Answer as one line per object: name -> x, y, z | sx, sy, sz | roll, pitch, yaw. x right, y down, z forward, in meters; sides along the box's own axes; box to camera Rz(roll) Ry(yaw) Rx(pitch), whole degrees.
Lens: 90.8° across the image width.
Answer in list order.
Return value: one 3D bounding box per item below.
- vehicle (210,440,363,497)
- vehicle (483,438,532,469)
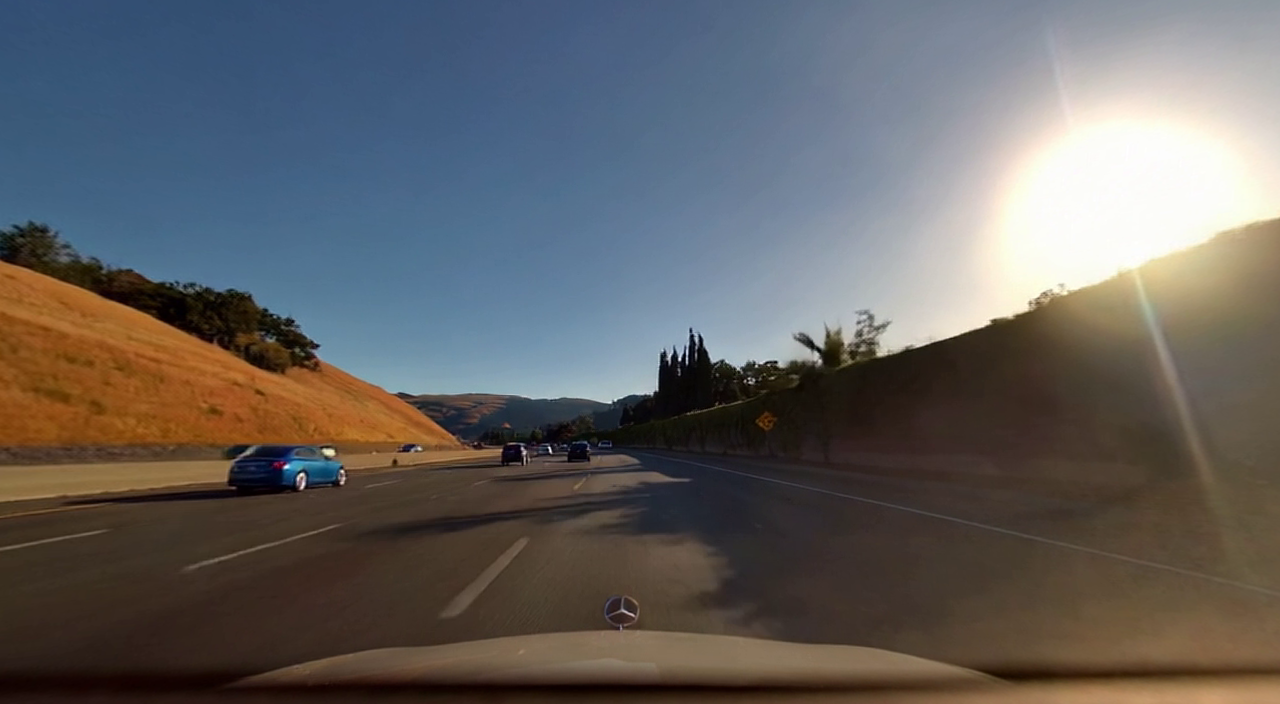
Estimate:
vehicle -> -10.401, 3.444, 19.112 | 1.949, 1.475, 4.740 | 0, -9, -1
vehicle -> -8.015, 6.224, 38.765 | 2.074, 1.768, 4.805 | 0, -9, -2
